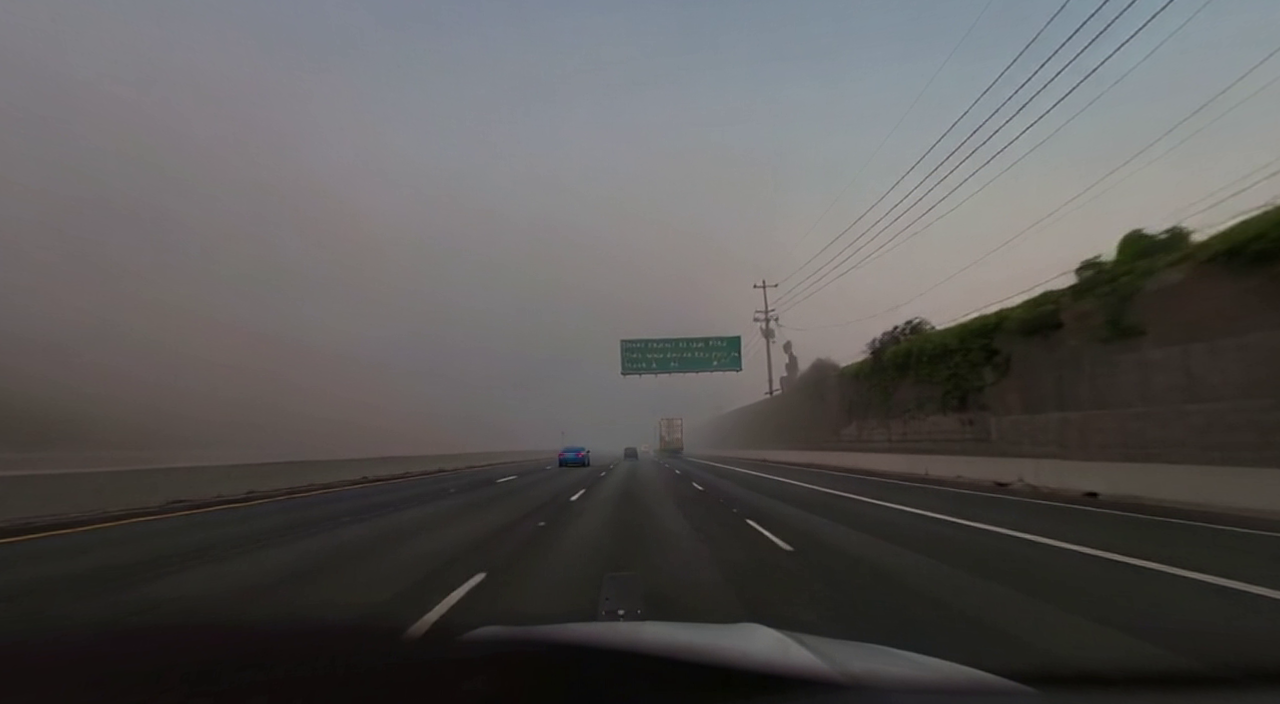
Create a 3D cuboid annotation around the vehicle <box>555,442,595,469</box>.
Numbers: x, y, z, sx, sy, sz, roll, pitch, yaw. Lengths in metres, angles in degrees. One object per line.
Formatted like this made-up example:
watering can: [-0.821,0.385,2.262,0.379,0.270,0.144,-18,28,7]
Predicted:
vehicle: [-3.886,6.288,38.370,2.009,1.533,4.175,0,-9,0]
